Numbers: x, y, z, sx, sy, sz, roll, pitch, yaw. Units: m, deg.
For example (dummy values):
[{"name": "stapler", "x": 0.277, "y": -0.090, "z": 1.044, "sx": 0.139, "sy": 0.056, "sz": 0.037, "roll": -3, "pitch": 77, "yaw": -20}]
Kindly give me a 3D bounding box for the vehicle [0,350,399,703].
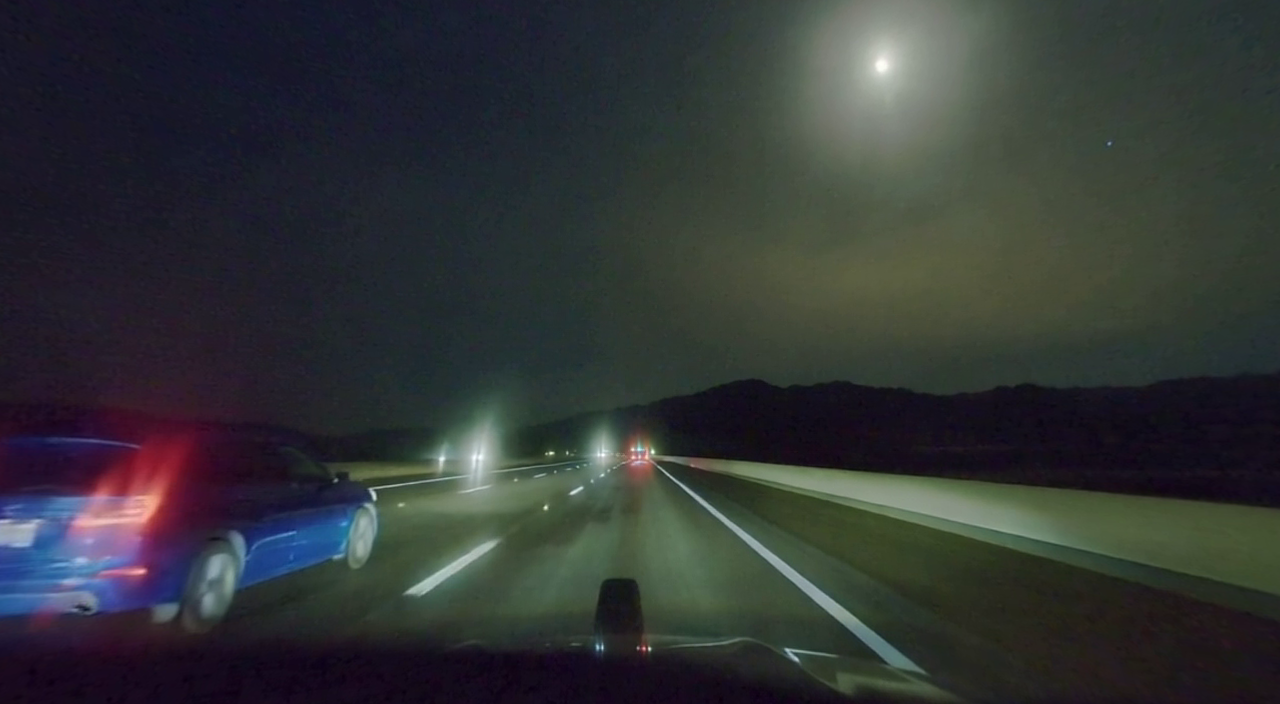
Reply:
[{"name": "vehicle", "x": -4.154, "y": 1.228, "z": 5.257, "sx": 2.272, "sy": 1.759, "sz": 5.058, "roll": 0, "pitch": -9, "yaw": 0}]
